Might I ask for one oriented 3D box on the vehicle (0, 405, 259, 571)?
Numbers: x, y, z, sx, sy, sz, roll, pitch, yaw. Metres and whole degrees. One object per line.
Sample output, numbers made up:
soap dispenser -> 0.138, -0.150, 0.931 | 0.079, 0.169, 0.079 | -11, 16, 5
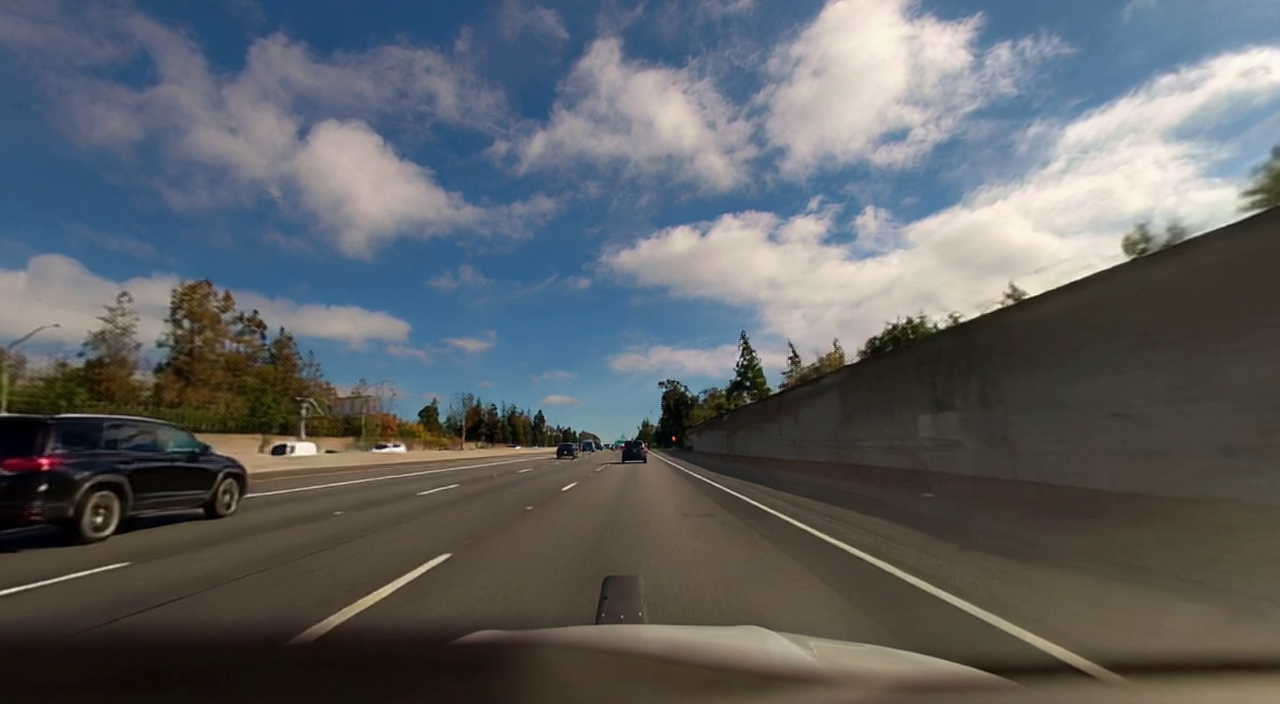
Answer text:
vehicle -> -7.711, 1.714, 8.619 | 2.166, 1.705, 4.433 | 0, -9, 0

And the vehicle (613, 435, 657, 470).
vehicle -> -0.224, 5.222, 32.866 | 2.141, 1.706, 4.065 | 0, -9, 1
